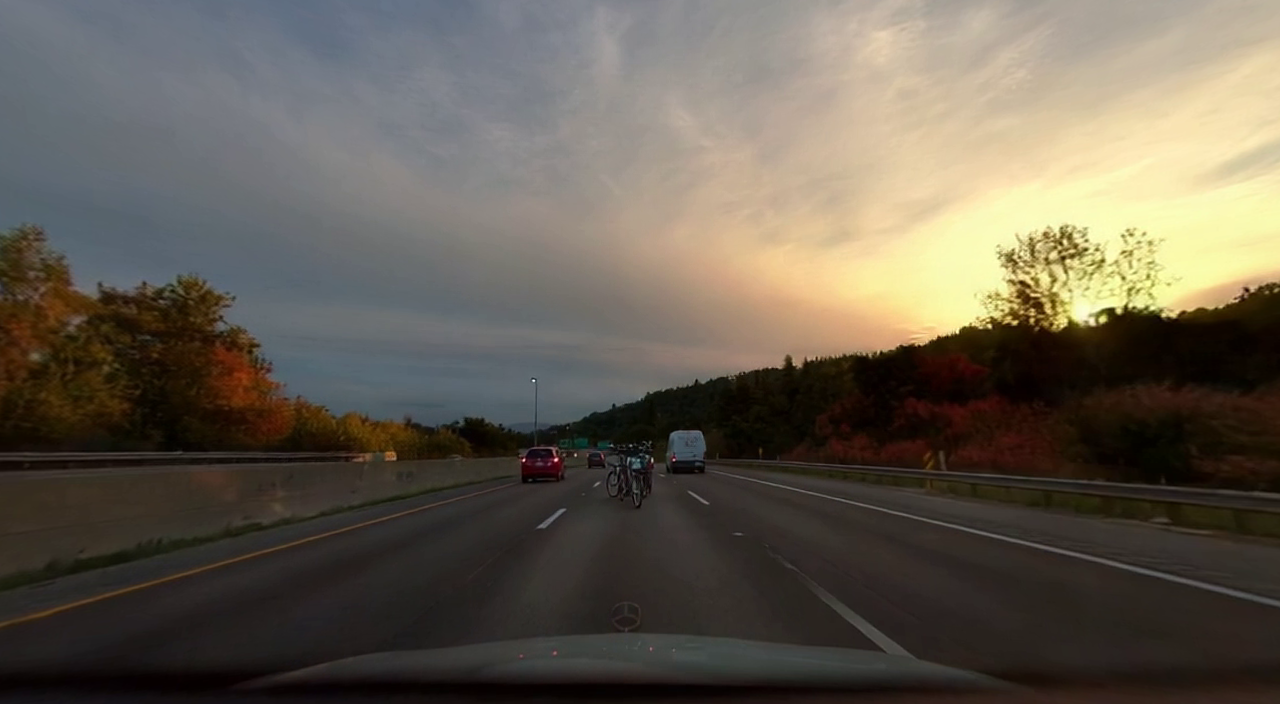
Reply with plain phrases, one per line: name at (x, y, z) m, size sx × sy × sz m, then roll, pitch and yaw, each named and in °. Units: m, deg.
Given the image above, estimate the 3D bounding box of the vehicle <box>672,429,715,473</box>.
vehicle at (3.442, 6.544, 41.637) m, size 2.234 × 2.679 × 5.372 m, roll 0°, pitch -9°, yaw -1°

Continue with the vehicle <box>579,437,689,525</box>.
vehicle at (-0.093, 2.609, 13.172) m, size 1.973 × 1.574 × 3.426 m, roll 0°, pitch -9°, yaw 1°

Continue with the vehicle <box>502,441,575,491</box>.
vehicle at (-3.713, 4.267, 23.934) m, size 1.985 × 1.671 × 4.604 m, roll 0°, pitch -9°, yaw 1°
